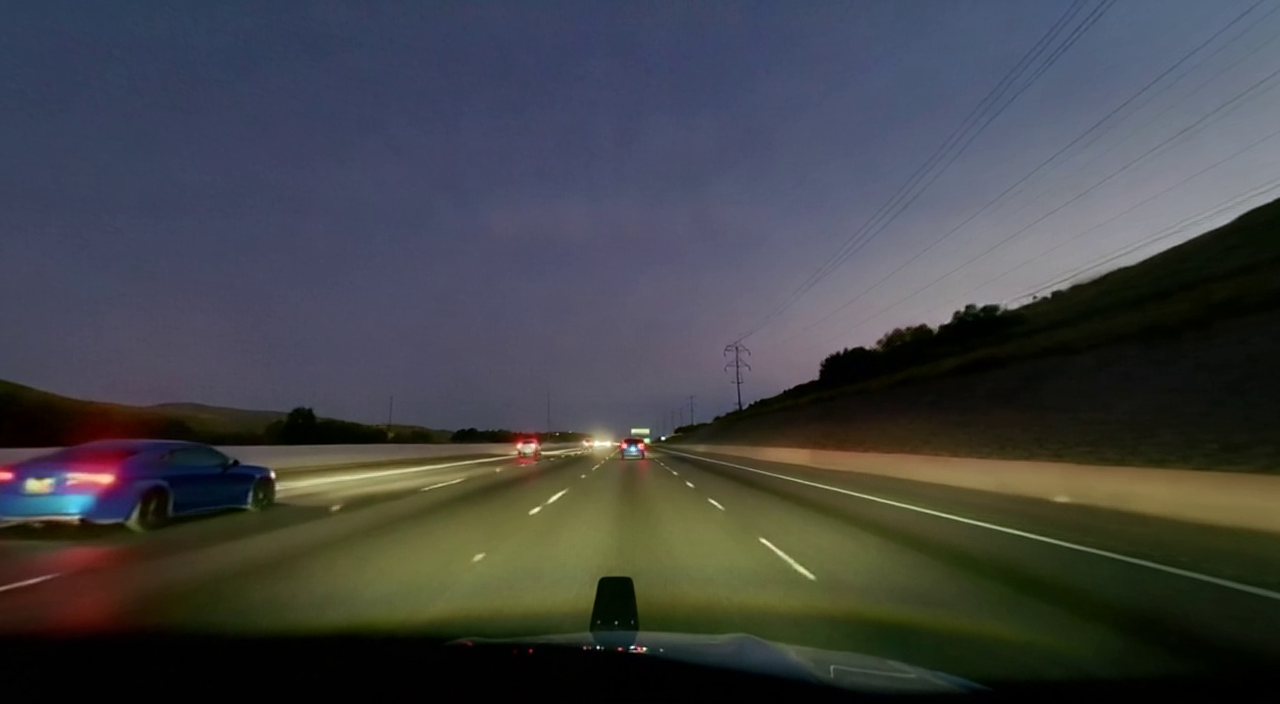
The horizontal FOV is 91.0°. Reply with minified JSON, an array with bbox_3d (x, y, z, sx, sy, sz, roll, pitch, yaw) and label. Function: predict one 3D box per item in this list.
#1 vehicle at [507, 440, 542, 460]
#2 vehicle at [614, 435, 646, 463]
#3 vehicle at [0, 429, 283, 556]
[{"bbox_3d":[-9.085,7.692,49.754,2.047,1.486,4.306,0,-8,-1],"label":"vehicle"},{"bbox_3d":[-0.679,6.360,41.517,2.040,1.715,3.906,0,-8,-1],"label":"vehicle"},{"bbox_3d":[-7.579,1.924,9.412,1.949,1.428,4.408,0,-8,-1],"label":"vehicle"}]
